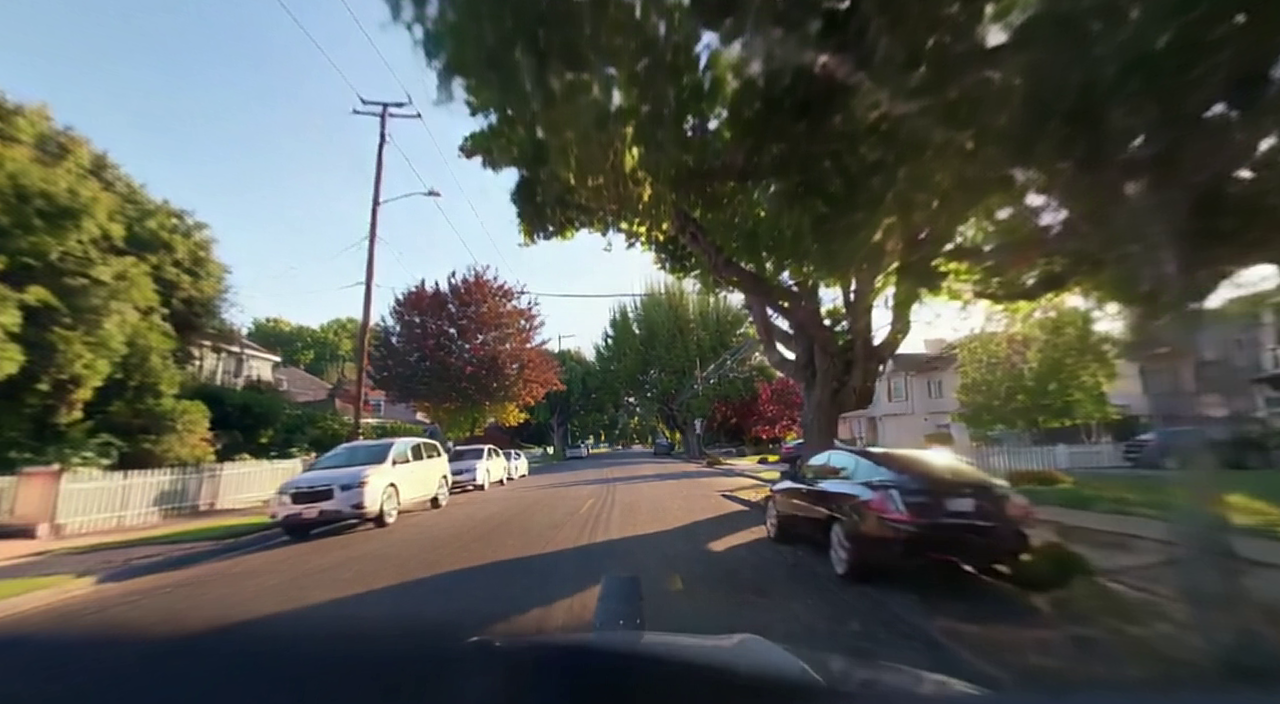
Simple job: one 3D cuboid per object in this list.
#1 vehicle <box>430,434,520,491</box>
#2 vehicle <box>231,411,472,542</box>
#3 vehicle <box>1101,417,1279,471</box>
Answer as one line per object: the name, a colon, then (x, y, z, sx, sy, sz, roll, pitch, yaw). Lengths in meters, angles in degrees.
vehicle: (-6.005, 4.034, 23.685, 2.015, 1.766, 5.450, -3, -8, -2)
vehicle: (-5.605, 2.471, 13.472, 2.411, 1.979, 5.915, -4, -8, 0)
vehicle: (17.770, 2.933, 20.169, 4.372, 1.490, 2.032, -2, -9, 1)
